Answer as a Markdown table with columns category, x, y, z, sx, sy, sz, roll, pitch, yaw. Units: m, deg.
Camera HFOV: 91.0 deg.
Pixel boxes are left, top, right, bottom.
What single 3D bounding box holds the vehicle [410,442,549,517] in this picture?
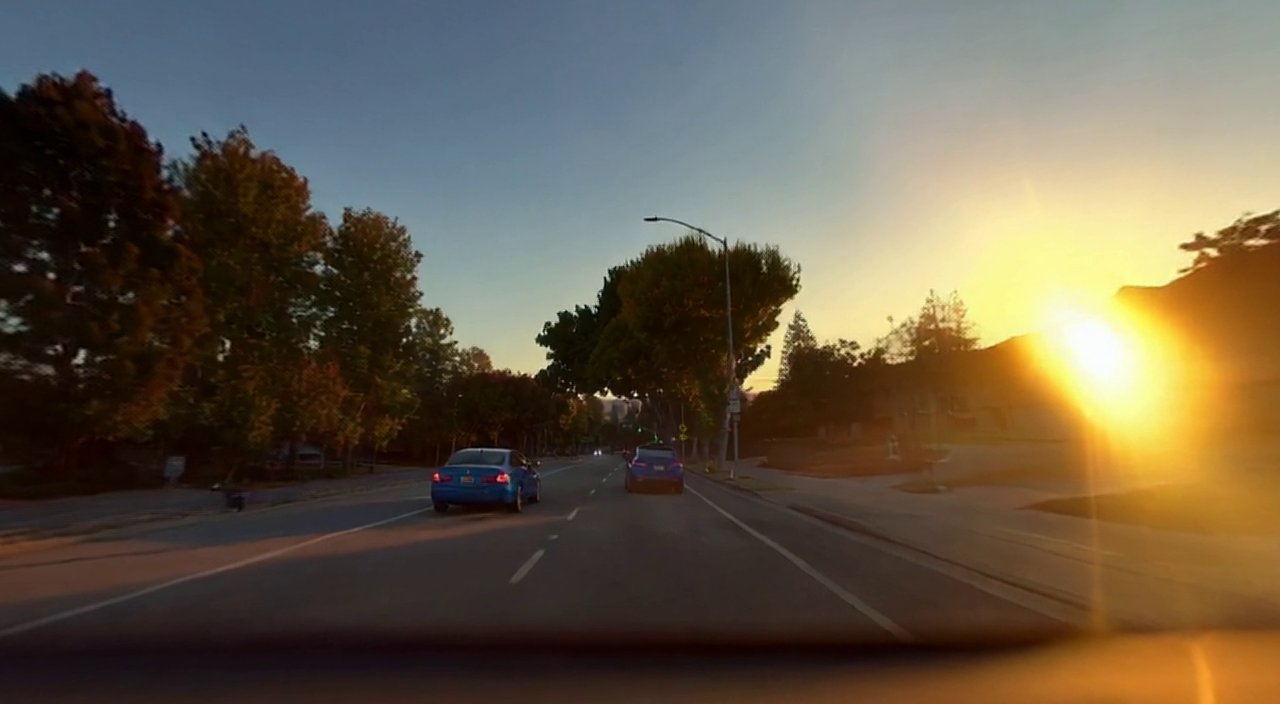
| category | x | y | z | sx | sy | sz | roll | pitch | yaw |
| --- | --- | --- | --- | --- | --- | --- | --- | --- | --- |
| vehicle | -3.426 | 2.800 | 14.317 | 2.036 | 1.447 | 4.044 | 0 | -9 | 1 |

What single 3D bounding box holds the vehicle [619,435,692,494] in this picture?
| category | x | y | z | sx | sy | sz | roll | pitch | yaw |
| --- | --- | --- | --- | --- | --- | --- | --- | --- | --- |
| vehicle | 0.397 | 3.802 | 21.610 | 2.215 | 1.799 | 4.426 | 0 | -9 | -2 |
